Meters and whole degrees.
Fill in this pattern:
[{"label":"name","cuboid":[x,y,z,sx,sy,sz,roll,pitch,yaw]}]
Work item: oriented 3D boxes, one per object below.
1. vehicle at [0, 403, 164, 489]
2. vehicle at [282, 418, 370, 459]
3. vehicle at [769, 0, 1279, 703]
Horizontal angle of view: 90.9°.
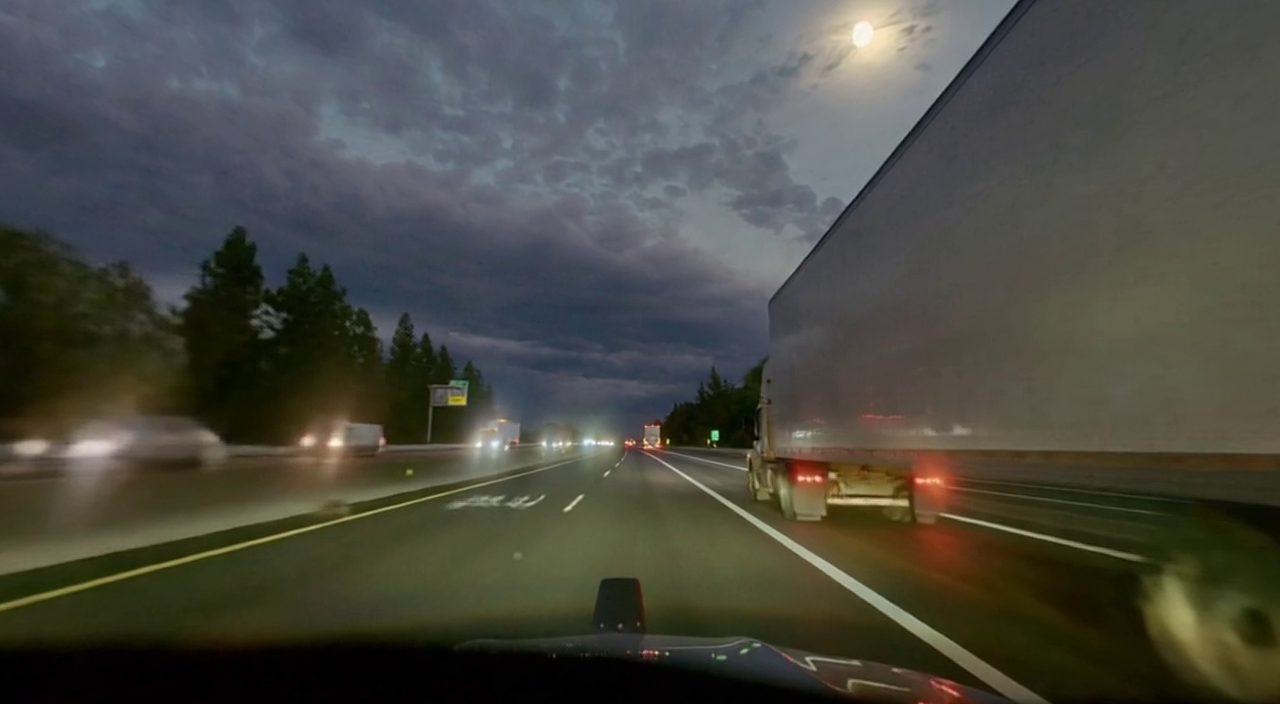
[{"label":"vehicle","cuboid":[-12.247,1.898,12.696,1.940,1.489,4.258,0,-9,0]},{"label":"vehicle","cuboid":[-16.230,4.554,32.909,2.109,1.940,4.817,0,-9,0]},{"label":"vehicle","cuboid":[4.337,-0.022,5.840,3.323,4.262,14.056,0,-9,0]}]
